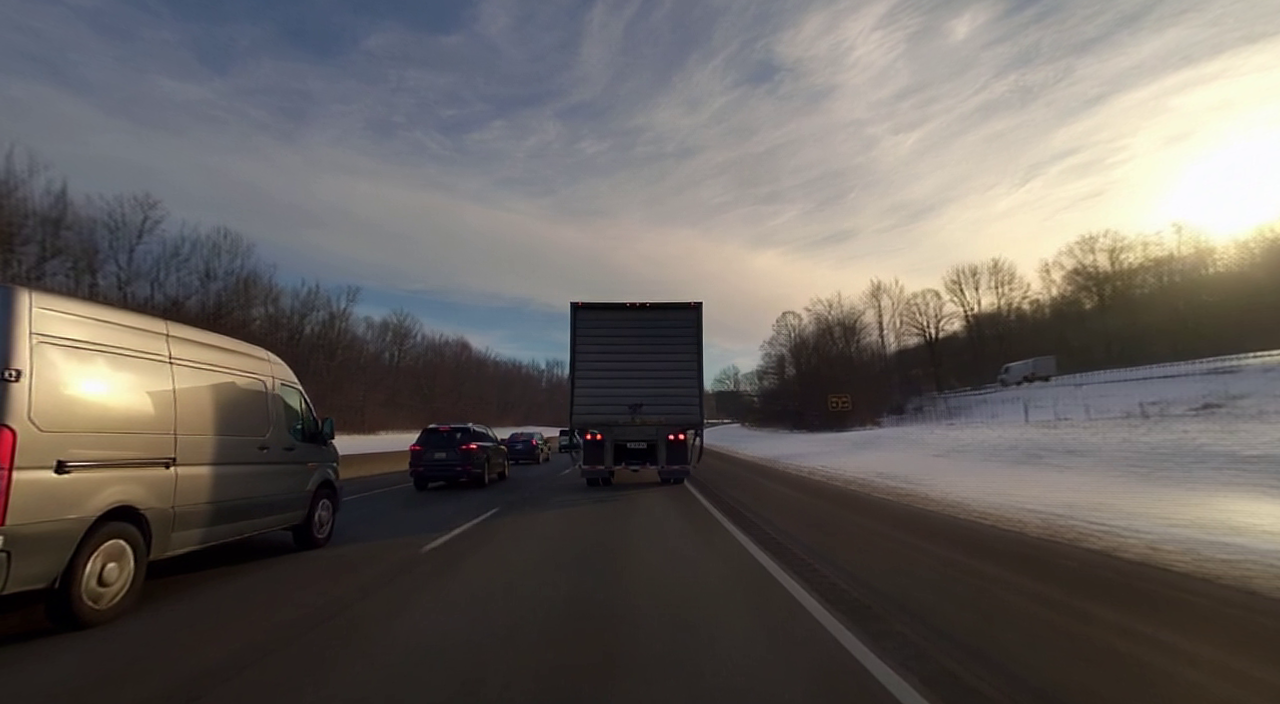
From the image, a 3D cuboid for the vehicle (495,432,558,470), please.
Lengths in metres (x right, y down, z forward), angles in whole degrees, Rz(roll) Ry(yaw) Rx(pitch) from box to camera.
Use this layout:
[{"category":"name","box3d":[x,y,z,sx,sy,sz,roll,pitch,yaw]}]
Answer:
[{"category":"vehicle","box3d":[-4.868,4.295,27.554,1.931,1.539,4.441,0,-8,0]}]

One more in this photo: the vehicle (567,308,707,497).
[{"category":"vehicle","box3d":[-0.054,1.716,18.456,2.953,4.041,10.072,0,-8,0]}]

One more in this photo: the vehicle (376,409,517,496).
[{"category":"vehicle","box3d":[-4.907,2.624,16.865,2.168,1.985,4.952,0,-8,1]}]

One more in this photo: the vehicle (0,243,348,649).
[{"category":"vehicle","box3d":[-5.240,0.836,5.756,2.478,2.515,5.438,0,-8,0]}]

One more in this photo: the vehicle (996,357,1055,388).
[{"category":"vehicle","box3d":[28.784,1.591,47.103,2.034,1.625,4.809,8,-6,10]}]
